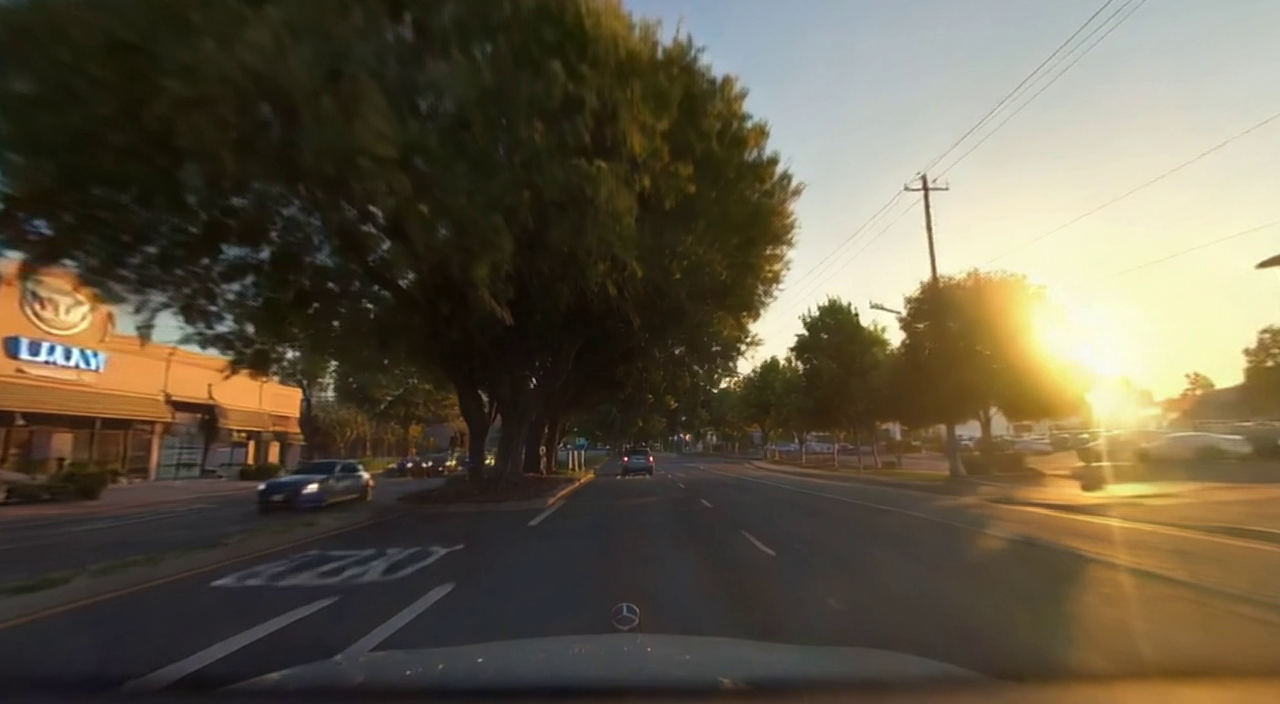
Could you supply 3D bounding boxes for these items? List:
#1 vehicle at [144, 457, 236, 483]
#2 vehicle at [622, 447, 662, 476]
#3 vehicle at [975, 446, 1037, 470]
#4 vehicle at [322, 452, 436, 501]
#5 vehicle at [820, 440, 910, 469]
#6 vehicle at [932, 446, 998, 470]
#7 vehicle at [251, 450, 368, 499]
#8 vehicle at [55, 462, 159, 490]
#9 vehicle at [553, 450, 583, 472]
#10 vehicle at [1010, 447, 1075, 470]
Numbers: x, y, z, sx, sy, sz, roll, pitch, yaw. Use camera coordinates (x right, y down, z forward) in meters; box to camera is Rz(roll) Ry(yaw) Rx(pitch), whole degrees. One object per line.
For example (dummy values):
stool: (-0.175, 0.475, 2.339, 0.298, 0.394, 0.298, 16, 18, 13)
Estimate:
vehicle: (-29.322, 7.705, 41.145, 4.367, 1.613, 2.004, 0, -9, -3)
vehicle: (0.047, 5.802, 33.492, 1.998, 1.452, 3.773, 0, -9, -2)
vehicle: (25.631, 7.422, 44.185, 1.883, 1.524, 4.065, -2, -10, 1)
vehicle: (-9.075, 4.331, 22.371, 2.072, 1.483, 4.619, 0, -9, 0)
vehicle: (15.685, 7.179, 44.012, 5.466, 1.861, 2.135, -6, -11, 31)
vehicle: (22.671, 7.419, 44.121, 1.955, 1.499, 4.687, -2, -9, -2)
vehicle: (-12.975, 4.800, 25.170, 2.115, 1.741, 4.733, 0, -9, 0)
vehicle: (-30.047, 6.993, 35.551, 4.189, 1.385, 1.832, 1, -8, 0)
vehicle: (-5.111, 7.752, 45.004, 2.033, 1.486, 3.771, 1, -9, -5)
vehicle: (28.260, 7.469, 44.328, 1.898, 1.536, 4.025, 0, -9, 0)
